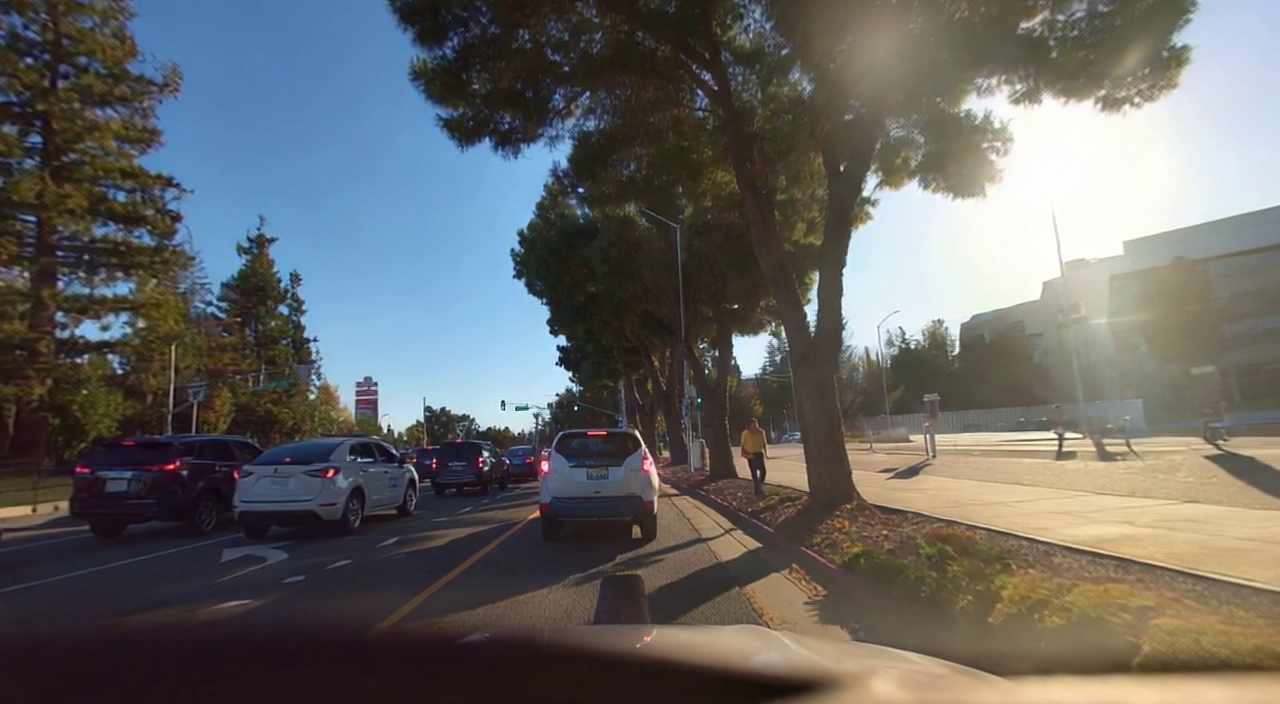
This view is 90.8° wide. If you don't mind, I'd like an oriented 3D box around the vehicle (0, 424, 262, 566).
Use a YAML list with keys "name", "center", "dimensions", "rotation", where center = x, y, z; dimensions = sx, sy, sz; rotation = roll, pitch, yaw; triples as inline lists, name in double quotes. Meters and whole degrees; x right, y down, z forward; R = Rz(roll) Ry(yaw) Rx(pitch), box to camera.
- name: "vehicle"
  center: [-8.793, 2.217, 10.586]
  dimensions: [2.013, 1.826, 4.592]
  rotation: [0, -9, 1]

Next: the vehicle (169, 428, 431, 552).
- name: "vehicle"
  center: [-5.403, 2.229, 10.934]
  dimensions: [2.010, 1.674, 4.484]
  rotation: [0, -9, 0]

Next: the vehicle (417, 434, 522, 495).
- name: "vehicle"
  center: [-5.445, 3.663, 20.931]
  dimensions: [2.188, 1.774, 4.477]
  rotation: [0, -9, 1]

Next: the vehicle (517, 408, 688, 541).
- name: "vehicle"
  center: [-0.582, 2.023, 10.994]
  dimensions: [2.368, 1.829, 4.293]
  rotation: [0, -9, -2]
